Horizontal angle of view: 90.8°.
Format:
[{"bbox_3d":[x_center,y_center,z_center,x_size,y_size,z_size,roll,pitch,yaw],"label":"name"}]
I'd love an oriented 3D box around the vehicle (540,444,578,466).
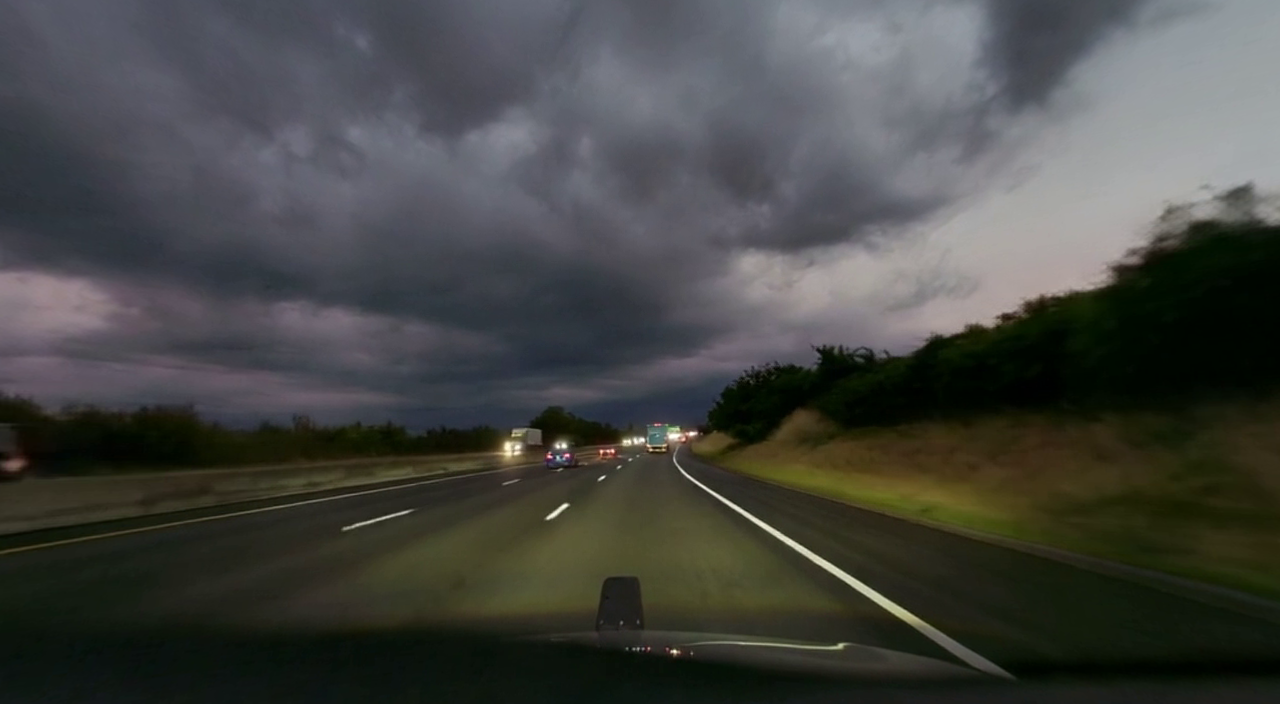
[{"bbox_3d":[-5.739,7.399,45.319,2.078,1.469,4.371,0,-9,1],"label":"vehicle"}]
